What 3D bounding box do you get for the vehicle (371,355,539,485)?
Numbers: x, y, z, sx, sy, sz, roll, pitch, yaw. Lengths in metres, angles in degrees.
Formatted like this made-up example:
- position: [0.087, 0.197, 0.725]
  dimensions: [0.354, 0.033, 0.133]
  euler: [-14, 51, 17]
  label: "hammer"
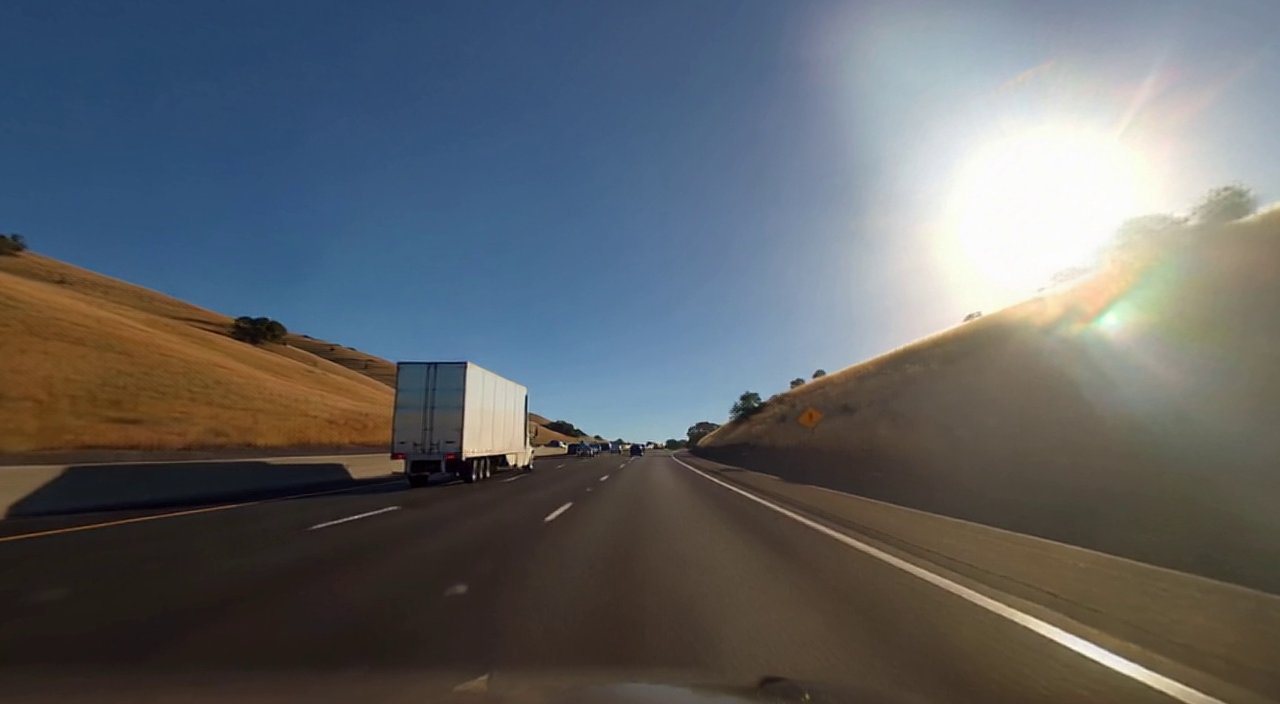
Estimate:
- position: [-6.392, 2.821, 24.321]
  dimensions: [2.981, 3.860, 11.022]
  euler: [0, -8, 1]
  label: "vehicle"
